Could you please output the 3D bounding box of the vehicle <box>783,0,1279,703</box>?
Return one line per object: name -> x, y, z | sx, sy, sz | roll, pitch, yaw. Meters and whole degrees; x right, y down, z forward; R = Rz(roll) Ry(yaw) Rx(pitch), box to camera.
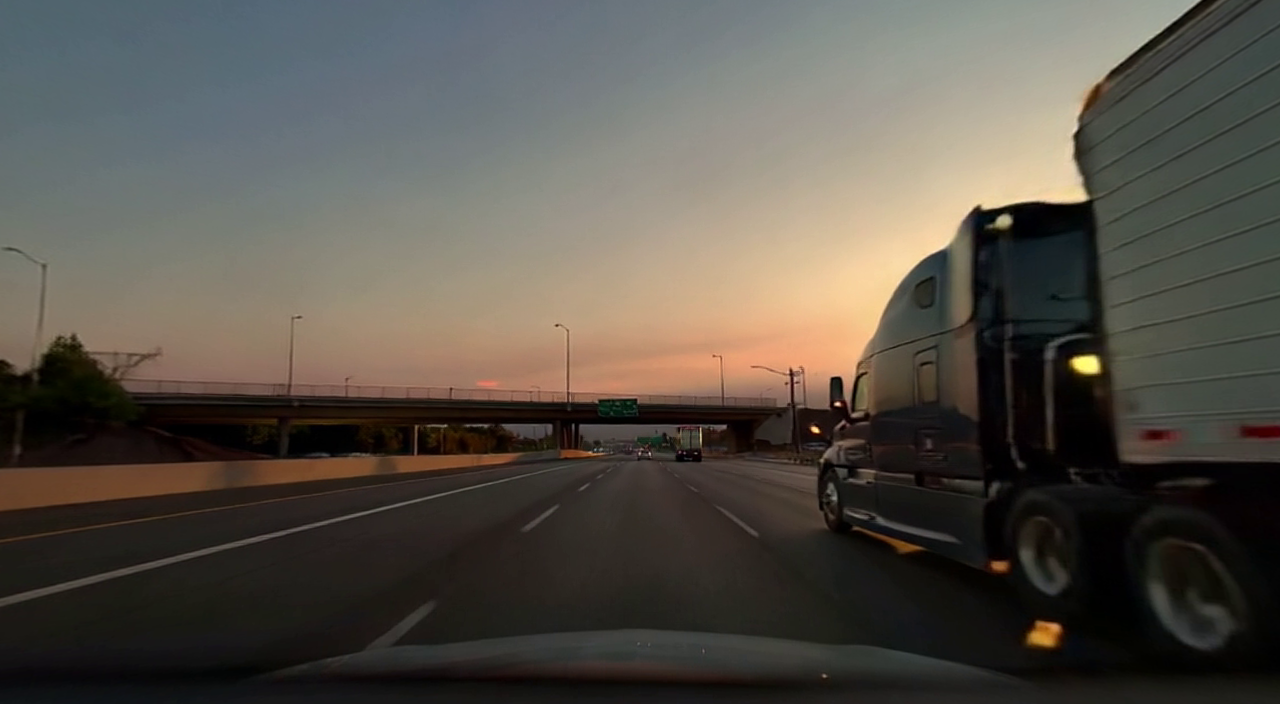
vehicle -> 3.562, 0.114, 5.186 | 2.998, 3.820, 8.356 | 0, -9, 2
